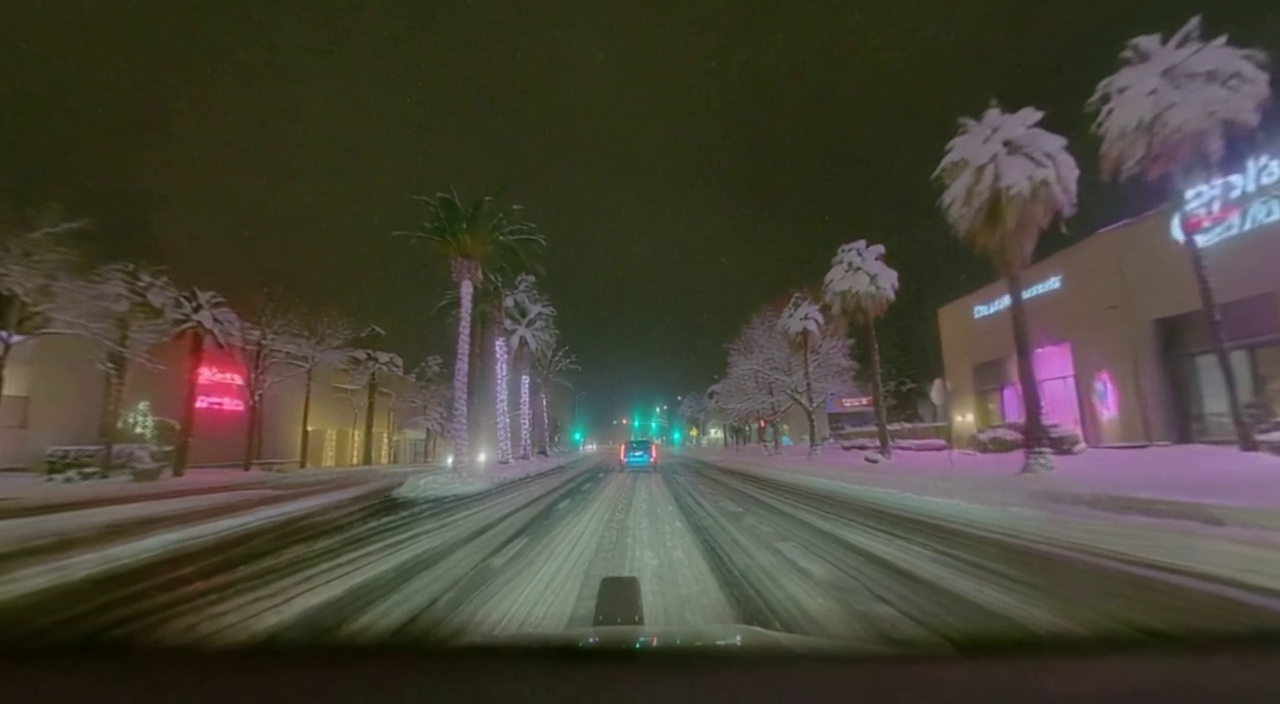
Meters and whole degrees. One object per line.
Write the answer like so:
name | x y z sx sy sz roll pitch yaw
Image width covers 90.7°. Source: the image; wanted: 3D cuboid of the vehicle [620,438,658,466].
vehicle | -0.027 6.128 38.817 2.160 1.615 4.117 0 -9 1

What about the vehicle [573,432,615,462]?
vehicle | -3.338 7.136 47.436 2.672 2.064 5.681 0 -9 0
